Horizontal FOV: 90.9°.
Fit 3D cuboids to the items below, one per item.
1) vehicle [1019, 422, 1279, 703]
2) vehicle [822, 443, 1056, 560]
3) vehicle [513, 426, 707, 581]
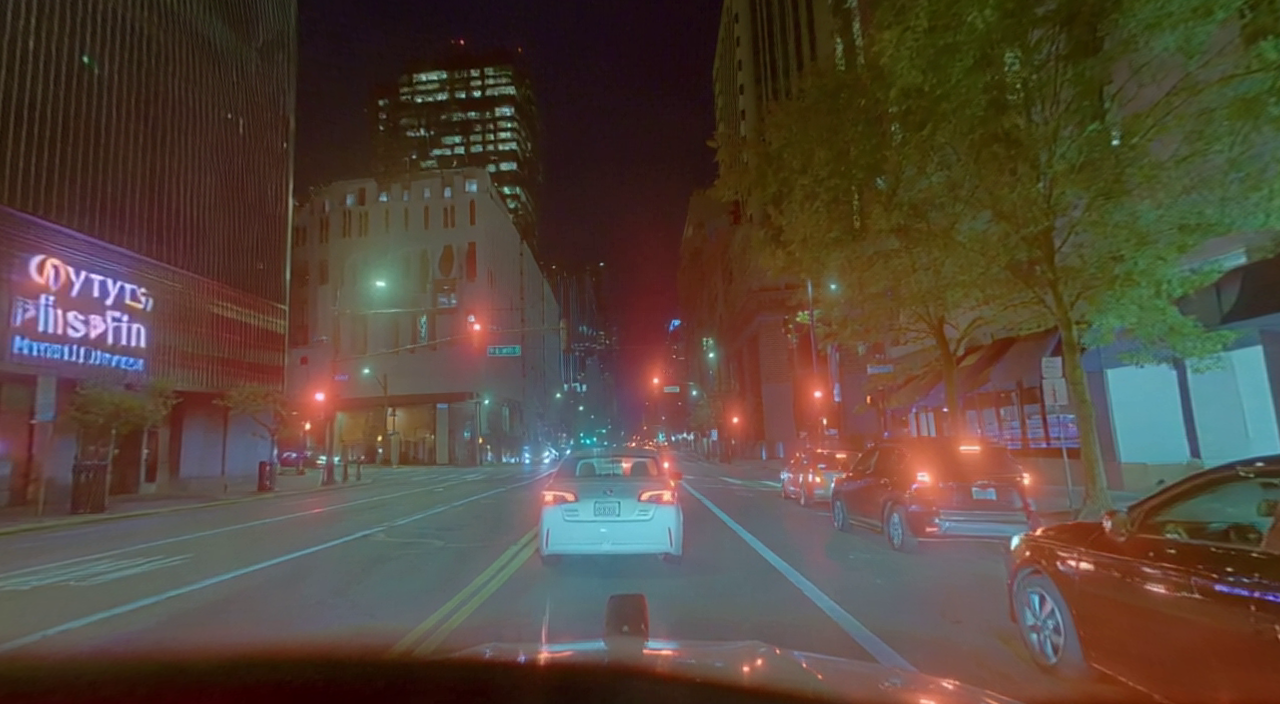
[{"bbox_3d":[3.179,0.827,1.104,2.006,1.496,4.767,0,-9,-1],"label":"vehicle"},{"bbox_3d":[4.588,2.295,10.615,1.912,1.505,4.618,-1,-8,4],"label":"vehicle"},{"bbox_3d":[-0.337,1.751,8.066,1.888,1.489,3.703,0,-8,-2],"label":"vehicle"}]
